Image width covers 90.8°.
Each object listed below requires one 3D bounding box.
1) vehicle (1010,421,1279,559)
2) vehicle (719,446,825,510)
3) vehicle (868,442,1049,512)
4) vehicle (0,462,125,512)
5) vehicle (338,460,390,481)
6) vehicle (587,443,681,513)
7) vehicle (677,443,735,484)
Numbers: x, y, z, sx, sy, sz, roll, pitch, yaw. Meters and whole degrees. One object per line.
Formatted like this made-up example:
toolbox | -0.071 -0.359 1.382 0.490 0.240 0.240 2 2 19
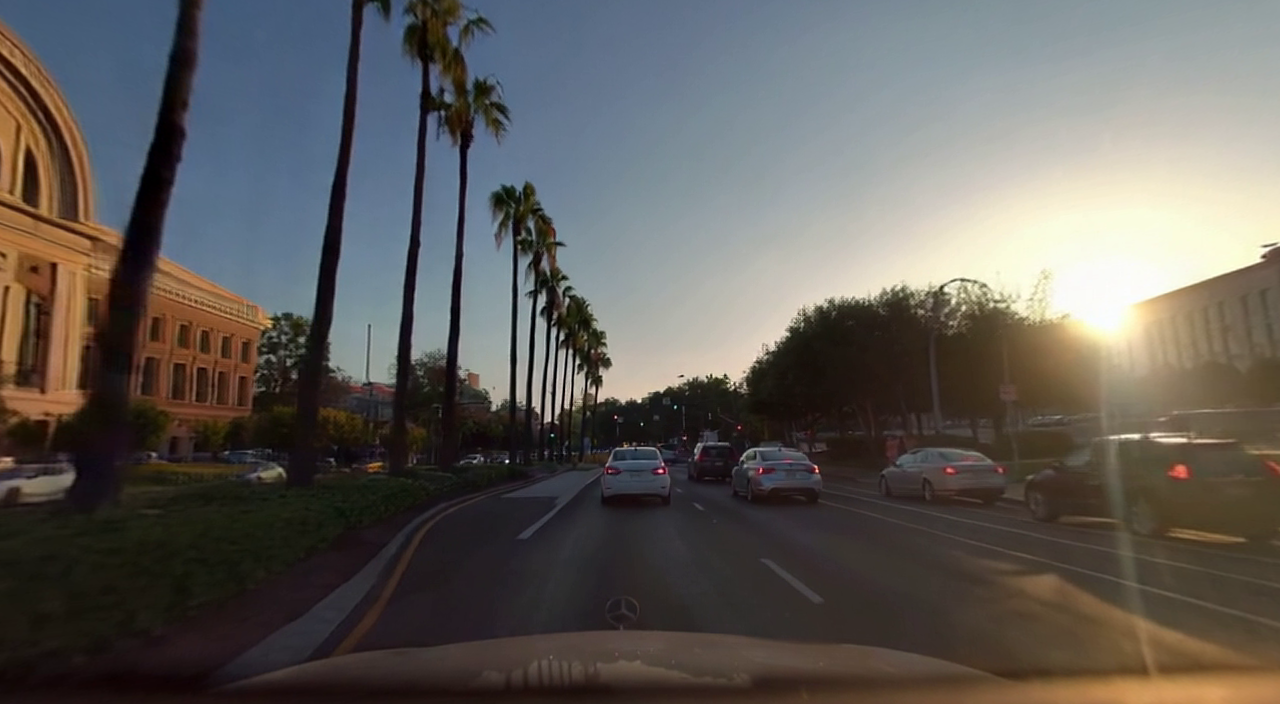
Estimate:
vehicle | 8.532 2.094 10.370 1.994 1.715 4.777 0 -9 0
vehicle | 3.346 3.266 16.895 1.833 1.465 4.258 0 -9 -1
vehicle | 8.161 3.222 16.873 1.970 1.559 4.911 1 -9 -5
vehicle | -20.919 4.651 22.128 1.856 1.429 4.672 0 -9 -1
vehicle | -21.136 9.068 48.582 1.935 1.479 4.453 0 -9 0
vehicle | -0.172 3.040 15.729 2.050 1.521 3.747 0 -9 -1
vehicle | 3.299 5.779 33.392 2.127 1.854 7.971 0 -9 -1
